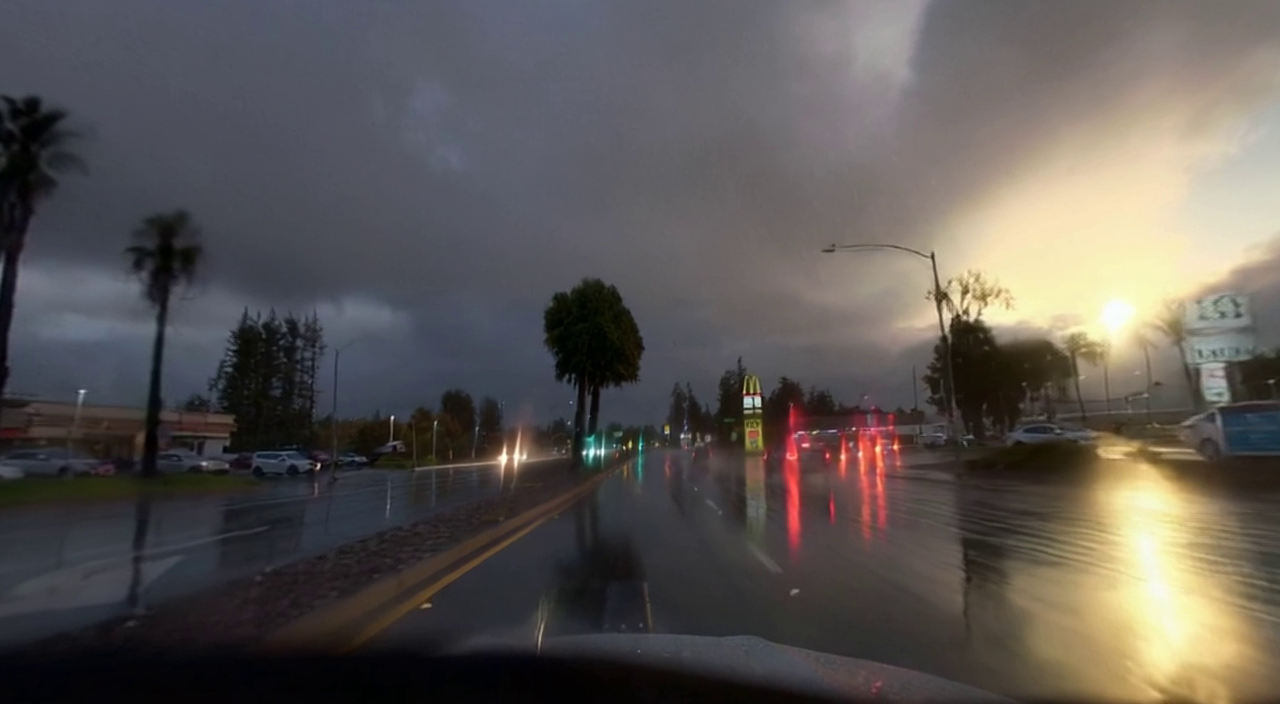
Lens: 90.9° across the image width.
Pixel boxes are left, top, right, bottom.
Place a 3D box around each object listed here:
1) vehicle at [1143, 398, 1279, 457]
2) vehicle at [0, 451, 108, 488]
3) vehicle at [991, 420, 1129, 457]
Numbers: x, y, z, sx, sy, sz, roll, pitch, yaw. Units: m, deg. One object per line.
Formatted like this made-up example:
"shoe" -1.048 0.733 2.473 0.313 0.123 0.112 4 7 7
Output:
"vehicle" 19.170 2.359 19.553 5.123 1.730 2.183 -1 -8 4
"vehicle" -27.898 5.442 29.620 2.067 1.563 4.043 -1 -8 4
"vehicle" 18.618 3.877 28.162 4.691 1.545 1.900 -1 -8 4
